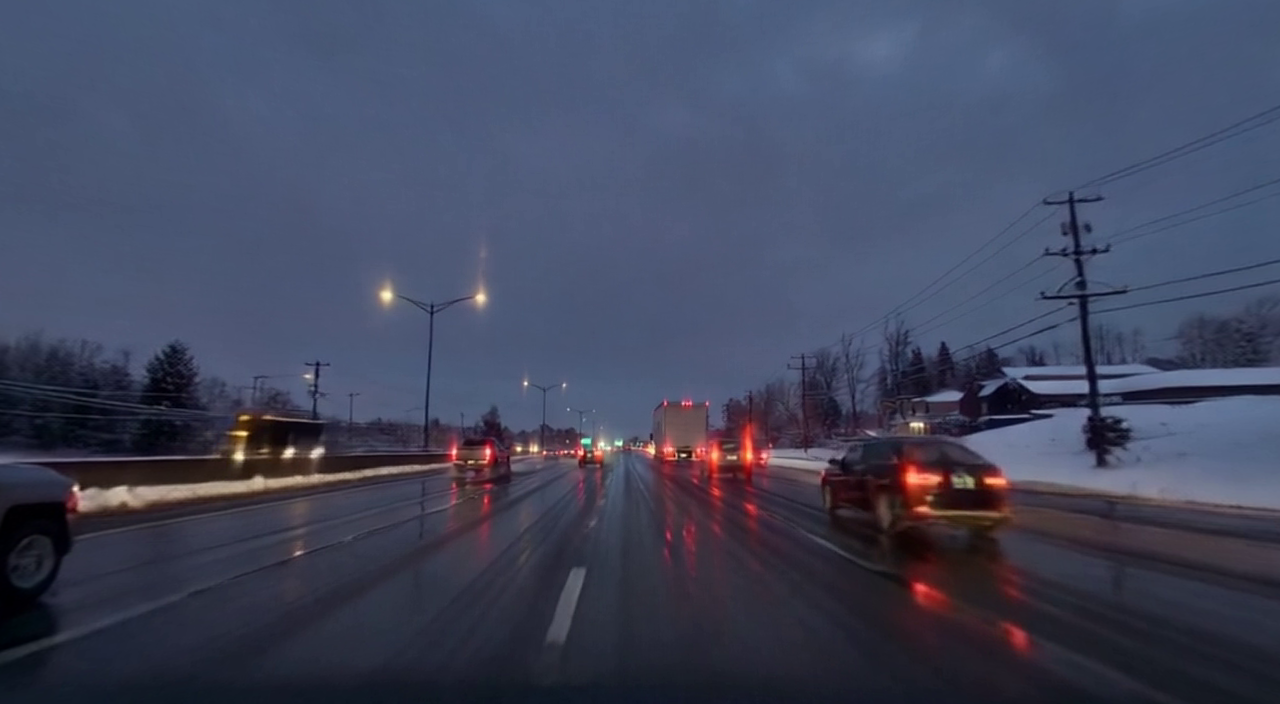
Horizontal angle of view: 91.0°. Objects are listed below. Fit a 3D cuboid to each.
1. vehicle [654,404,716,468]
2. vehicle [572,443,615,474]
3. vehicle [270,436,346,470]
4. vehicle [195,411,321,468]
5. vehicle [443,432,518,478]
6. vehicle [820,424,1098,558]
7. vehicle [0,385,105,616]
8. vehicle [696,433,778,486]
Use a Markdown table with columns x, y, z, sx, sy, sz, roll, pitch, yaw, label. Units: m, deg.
| x | y | z | sx | sy | sz | roll | pitch | yaw | label |
| --- | --- | --- | --- | --- | --- | --- | --- | --- | --- |
| 2.961 | 6.089 | 45.185 | 3.045 | 3.923 | 11.834 | 1 | -9 | -2 | vehicle |
| -2.426 | 5.700 | 34.015 | 2.060 | 1.508 | 4.308 | 1 | -8 | -1 | vehicle |
| -15.738 | 4.805 | 30.070 | 1.665 | 1.476 | 3.651 | 0 | -8 | -1 | vehicle |
| -29.605 | 6.946 | 49.811 | 3.018 | 3.937 | 11.431 | 1 | -9 | -2 | vehicle |
| -6.843 | 4.481 | 27.632 | 2.147 | 1.825 | 4.602 | 1 | -8 | -1 | vehicle |
| 4.505 | 2.014 | 9.830 | 1.978 | 1.607 | 4.245 | 1 | -9 | -2 | vehicle |
| -5.779 | 0.895 | 3.303 | 2.127 | 1.705 | 4.374 | 1 | -9 | -2 | vehicle |
| 3.566 | 4.074 | 24.170 | 2.182 | 1.782 | 4.800 | 1 | -9 | -2 | vehicle |
